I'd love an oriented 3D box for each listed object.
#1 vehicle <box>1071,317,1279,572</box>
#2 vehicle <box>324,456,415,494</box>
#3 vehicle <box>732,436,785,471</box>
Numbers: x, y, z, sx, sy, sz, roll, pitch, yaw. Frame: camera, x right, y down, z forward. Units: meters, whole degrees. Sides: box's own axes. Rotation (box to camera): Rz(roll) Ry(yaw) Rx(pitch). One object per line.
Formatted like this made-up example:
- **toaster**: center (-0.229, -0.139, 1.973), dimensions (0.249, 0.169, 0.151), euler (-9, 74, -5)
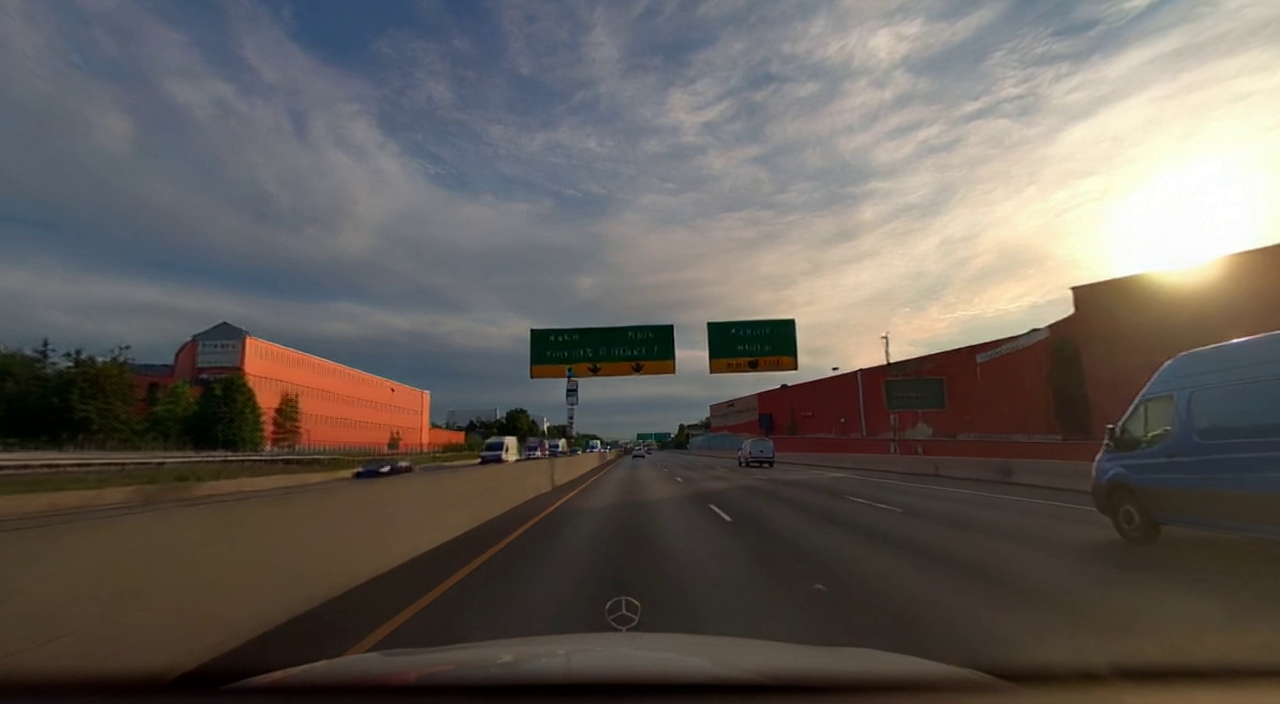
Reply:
- **vehicle**: center (7.823, 0.954, 6.494), dimensions (2.283, 2.631, 6.053), euler (0, -9, -1)
- **vehicle**: center (-11.691, 5.320, 27.561), dimensions (1.949, 1.466, 4.651), euler (0, -9, -1)
- **vehicle**: center (7.174, 6.229, 38.604), dimensions (2.156, 1.943, 5.010), euler (0, -9, -1)
